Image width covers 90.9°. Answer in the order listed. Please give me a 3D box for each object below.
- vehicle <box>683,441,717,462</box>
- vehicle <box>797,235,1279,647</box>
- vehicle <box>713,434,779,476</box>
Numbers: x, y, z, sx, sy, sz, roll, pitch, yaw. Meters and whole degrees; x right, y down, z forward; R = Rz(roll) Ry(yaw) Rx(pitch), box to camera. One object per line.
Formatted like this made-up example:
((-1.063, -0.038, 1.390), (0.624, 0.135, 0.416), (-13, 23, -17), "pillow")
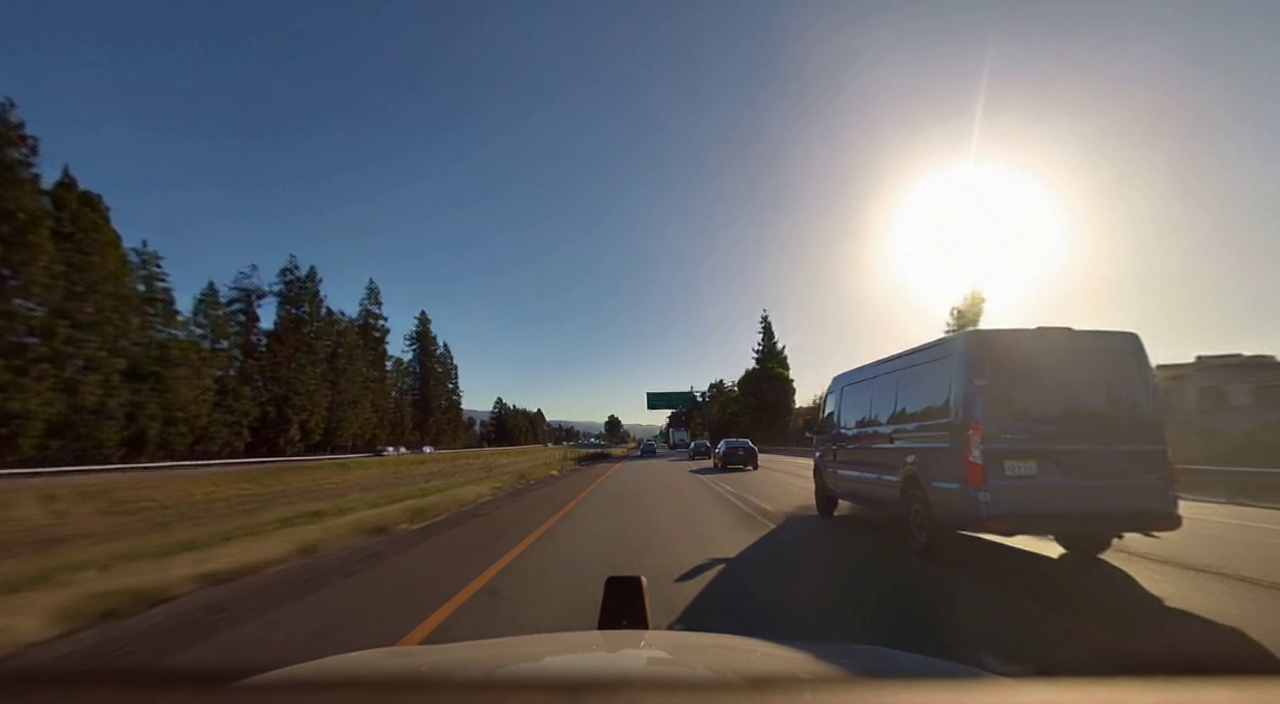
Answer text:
((4.374, 7.311, 46.363), (2.050, 1.448, 4.123), (0, -8, -1), "vehicle")
((3.653, 0.948, 7.057), (2.302, 2.670, 5.912), (0, -8, 1), "vehicle")
((4.470, 4.405, 27.218), (2.034, 1.651, 4.342), (0, -8, 0), "vehicle")
